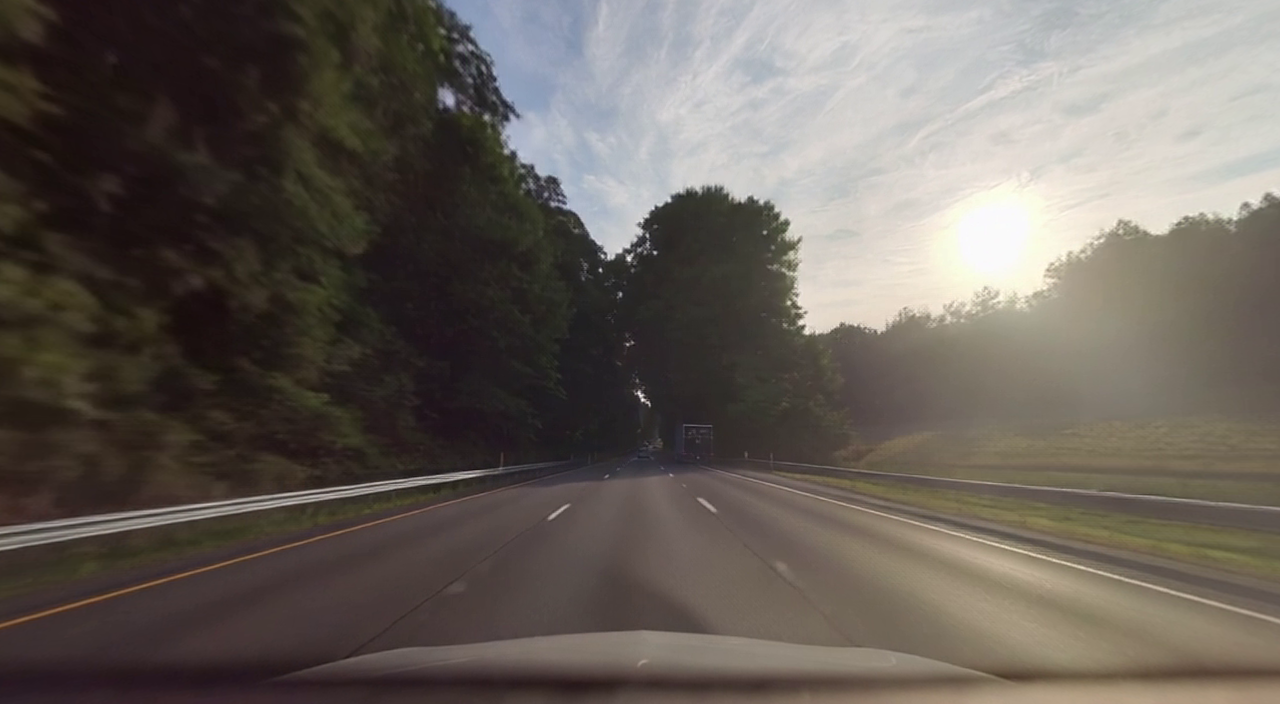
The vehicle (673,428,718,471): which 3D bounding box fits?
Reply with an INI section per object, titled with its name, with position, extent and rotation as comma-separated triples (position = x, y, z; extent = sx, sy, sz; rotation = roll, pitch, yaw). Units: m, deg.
[vehicle]
position = 3.806, 6.949, 44.760
extent = 2.572, 2.795, 5.978
rotation = 0, -9, -1
